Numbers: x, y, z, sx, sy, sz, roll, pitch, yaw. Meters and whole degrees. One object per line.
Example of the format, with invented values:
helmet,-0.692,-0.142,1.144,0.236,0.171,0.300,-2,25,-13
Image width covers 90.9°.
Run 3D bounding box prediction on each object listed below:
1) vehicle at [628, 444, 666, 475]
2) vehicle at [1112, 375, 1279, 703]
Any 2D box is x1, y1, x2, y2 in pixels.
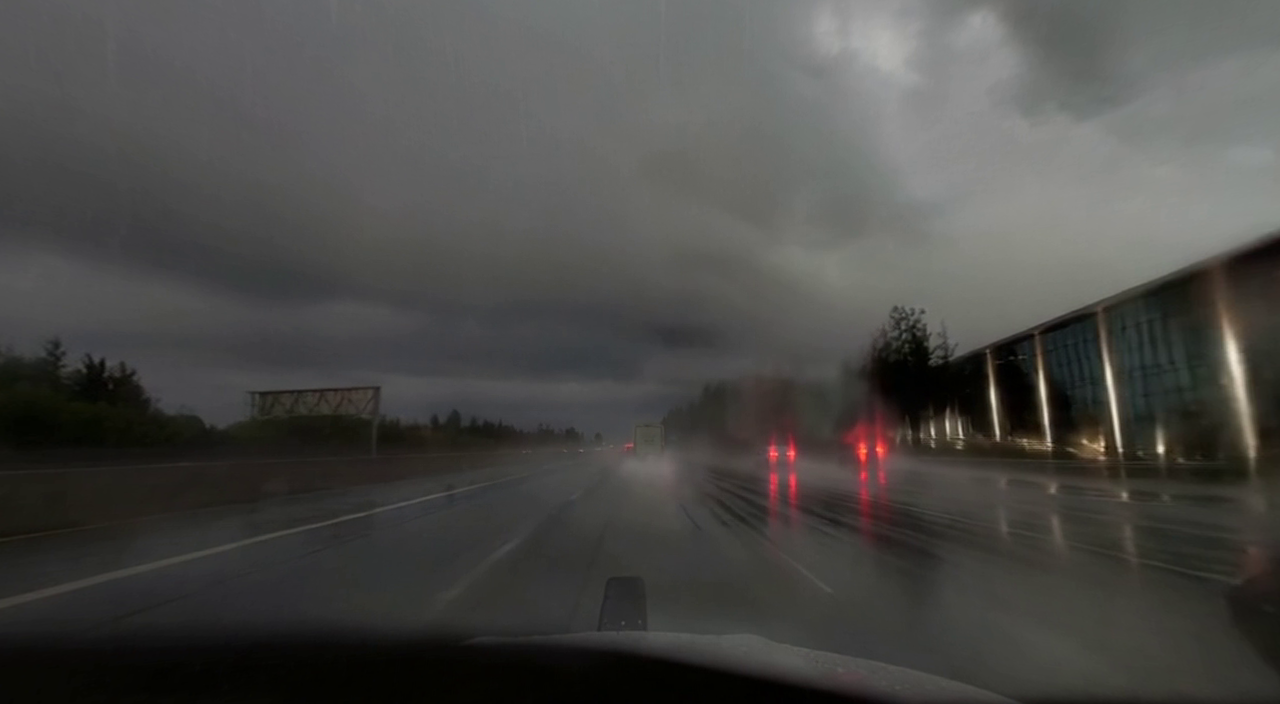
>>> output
vehicle,0.408,6.080,35.860,2.015,1.639,4.086,0,-9,1
vehicle,3.801,0.641,1.060,2.008,1.595,5.082,0,-9,-1
